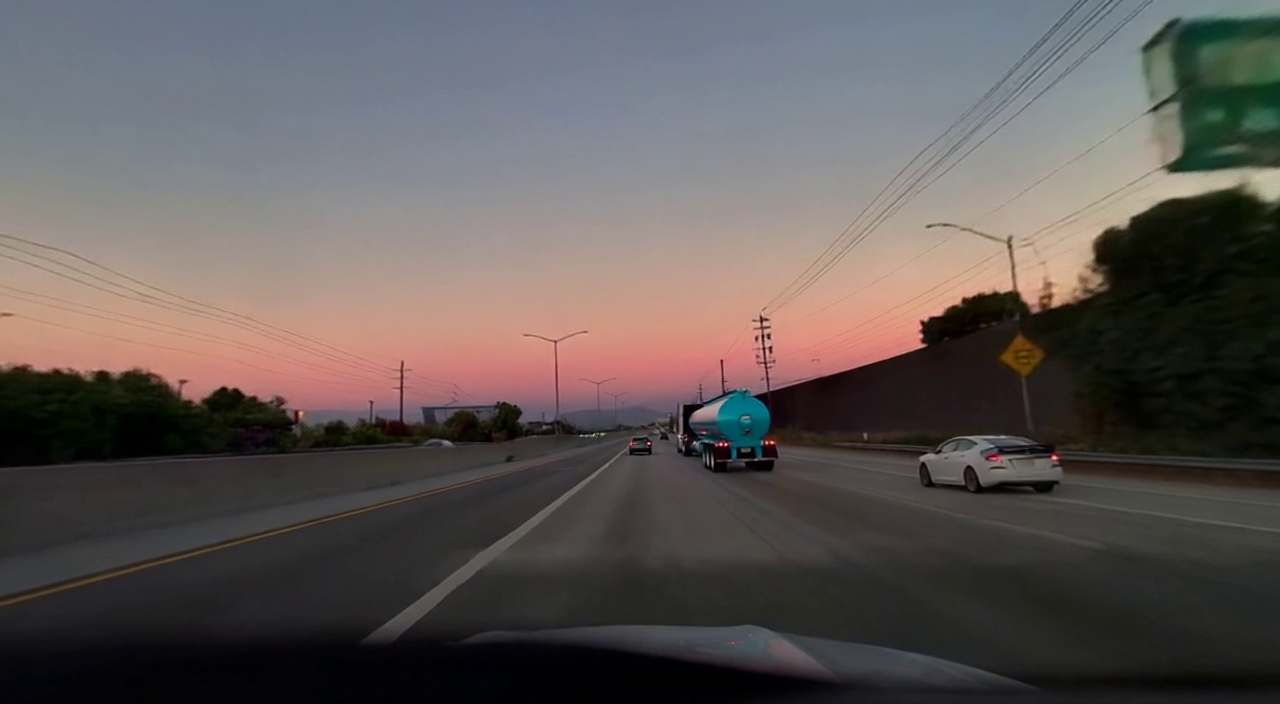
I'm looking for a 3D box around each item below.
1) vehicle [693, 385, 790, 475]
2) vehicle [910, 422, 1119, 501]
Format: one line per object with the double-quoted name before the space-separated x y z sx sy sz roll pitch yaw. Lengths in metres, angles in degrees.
"vehicle" 3.940 3.350 26.471 2.791 3.179 8.074 0 -8 1
"vehicle" 8.110 2.422 14.319 1.905 1.480 4.624 0 -8 0
